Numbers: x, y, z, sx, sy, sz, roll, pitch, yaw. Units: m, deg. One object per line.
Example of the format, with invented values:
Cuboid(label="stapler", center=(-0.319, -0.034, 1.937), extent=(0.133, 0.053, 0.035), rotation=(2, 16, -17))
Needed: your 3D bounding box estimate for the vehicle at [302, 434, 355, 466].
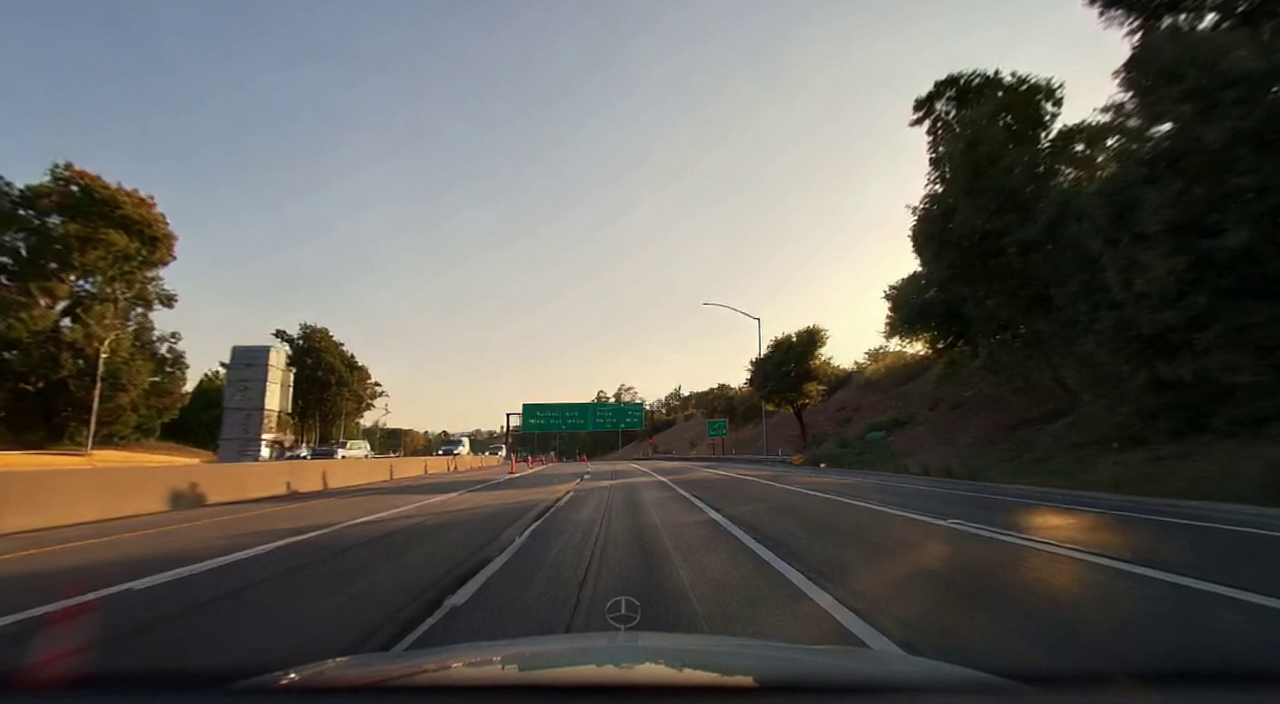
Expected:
Cuboid(label="vehicle", center=(-18.752, 5.908, 38.019), extent=(1.722, 1.835, 3.286), rotation=(0, -9, -5))

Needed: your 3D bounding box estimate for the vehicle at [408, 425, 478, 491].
Cuboid(label="vehicle", center=(-8.111, 4.362, 26.233), extent=(1.925, 2.542, 3.048), rotation=(0, -8, -1))

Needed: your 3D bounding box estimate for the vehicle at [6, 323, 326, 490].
Cuboid(label="vehicle", center=(-14.881, 2.179, 21.207), extent=(4.494, 4.430, 7.701), rotation=(3, -11, -2))
